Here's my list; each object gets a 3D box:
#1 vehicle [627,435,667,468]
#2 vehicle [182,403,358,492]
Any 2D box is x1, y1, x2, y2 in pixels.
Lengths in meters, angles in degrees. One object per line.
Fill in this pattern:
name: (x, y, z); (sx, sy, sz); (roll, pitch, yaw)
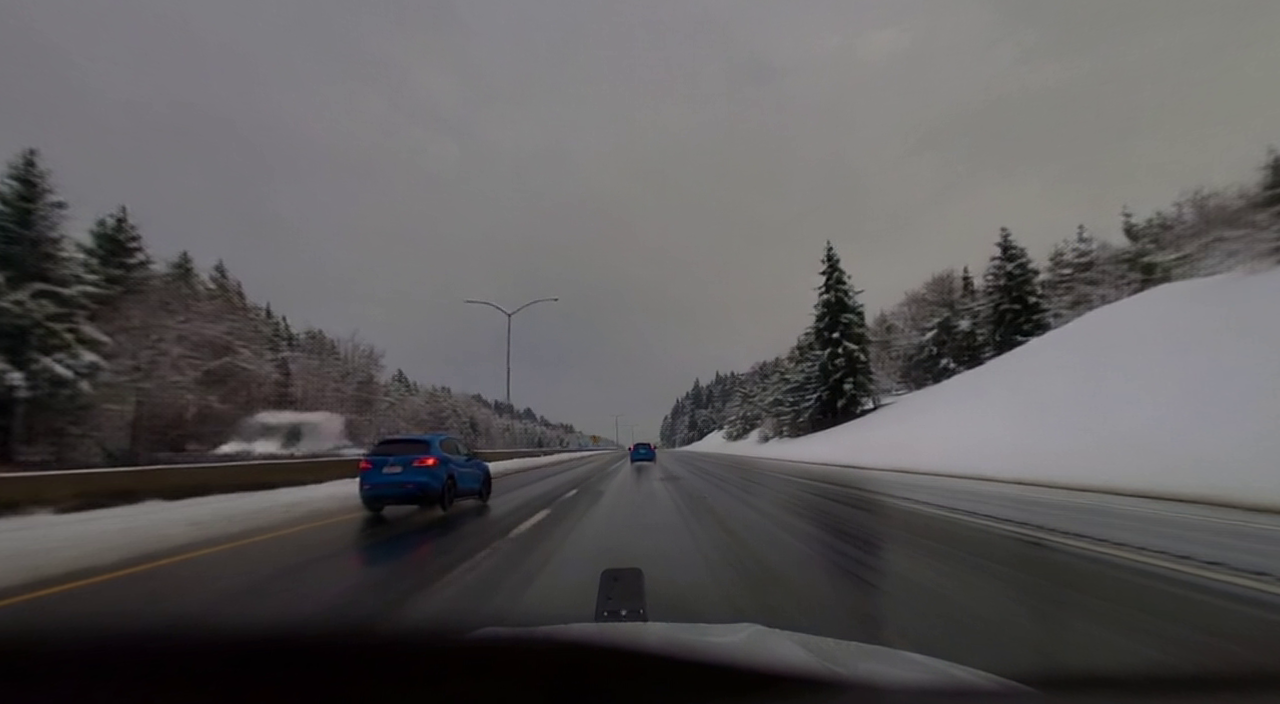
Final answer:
vehicle: (0.402, 5.912, 37.422); (2.247, 1.825, 4.036); (-1, -9, 0)
vehicle: (-11.917, 3.173, 21.007); (2.274, 2.524, 5.782); (-1, -9, 0)
